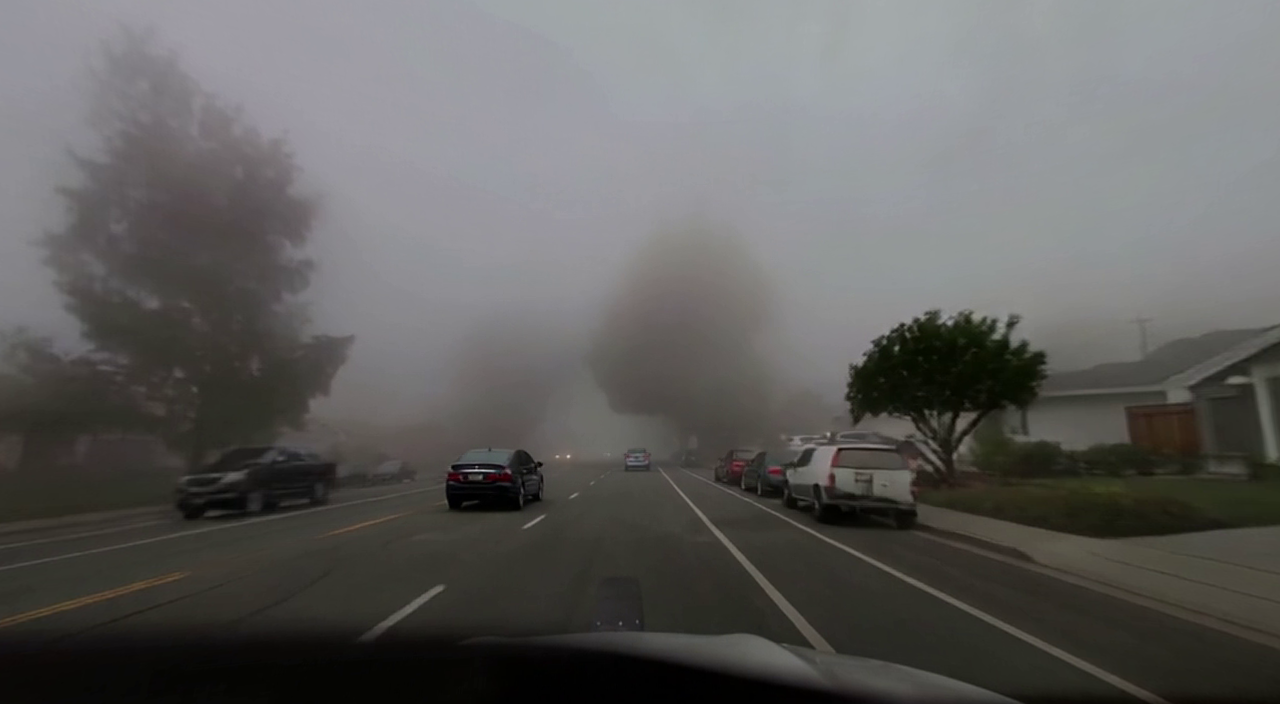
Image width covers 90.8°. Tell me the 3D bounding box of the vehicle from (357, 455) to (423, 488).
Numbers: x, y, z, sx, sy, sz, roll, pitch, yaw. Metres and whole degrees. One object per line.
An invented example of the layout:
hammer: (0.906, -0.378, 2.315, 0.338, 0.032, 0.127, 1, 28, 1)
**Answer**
vehicle: (-14.508, 6.944, 36.946, 1.904, 1.497, 4.848, -5, -8, 0)

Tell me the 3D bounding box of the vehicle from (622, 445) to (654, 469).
vehicle: (-0.143, 7.079, 42.721, 2.088, 1.495, 4.048, 0, -8, 0)

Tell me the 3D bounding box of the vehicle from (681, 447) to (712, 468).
vehicle: (4.370, 8.187, 49.219, 1.944, 1.470, 4.530, 0, -8, -1)

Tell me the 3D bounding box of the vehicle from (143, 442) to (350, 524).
vehicle: (-9.970, 3.308, 16.668, 2.191, 1.805, 4.929, 0, -8, 1)

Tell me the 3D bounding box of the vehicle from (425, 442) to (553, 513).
vehicle: (-3.488, 2.985, 15.564, 2.027, 1.477, 4.413, 0, -8, 0)

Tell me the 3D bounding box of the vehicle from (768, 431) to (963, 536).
vehicle: (4.204, 2.522, 12.861, 2.045, 1.702, 4.916, 0, -9, -1)
